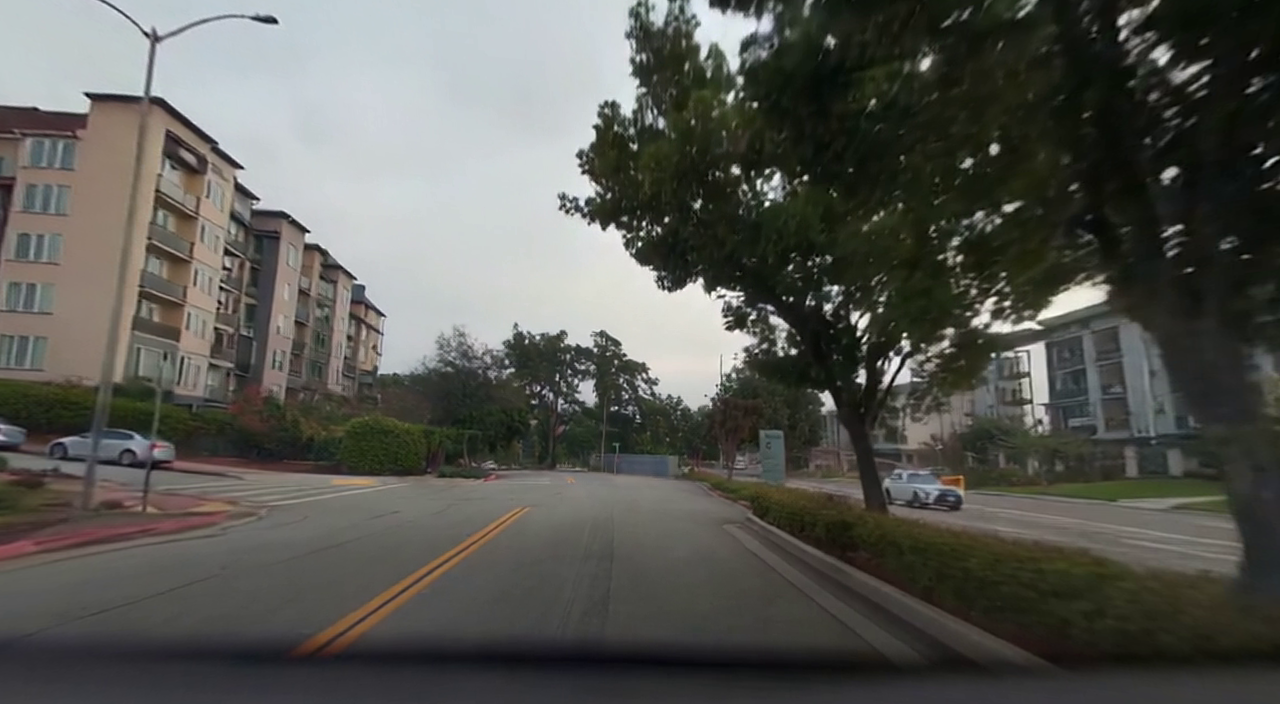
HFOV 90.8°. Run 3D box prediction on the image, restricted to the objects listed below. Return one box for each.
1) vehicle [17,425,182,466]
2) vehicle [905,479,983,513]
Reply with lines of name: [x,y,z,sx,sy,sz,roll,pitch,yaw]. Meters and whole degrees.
vehicle: [-19.793,3.440,23.269,4.322,1.436,1.827,0,-8,0]
vehicle: [19.888,9.402,41.615,2.322,1.818,4.871,1,-8,-5]
